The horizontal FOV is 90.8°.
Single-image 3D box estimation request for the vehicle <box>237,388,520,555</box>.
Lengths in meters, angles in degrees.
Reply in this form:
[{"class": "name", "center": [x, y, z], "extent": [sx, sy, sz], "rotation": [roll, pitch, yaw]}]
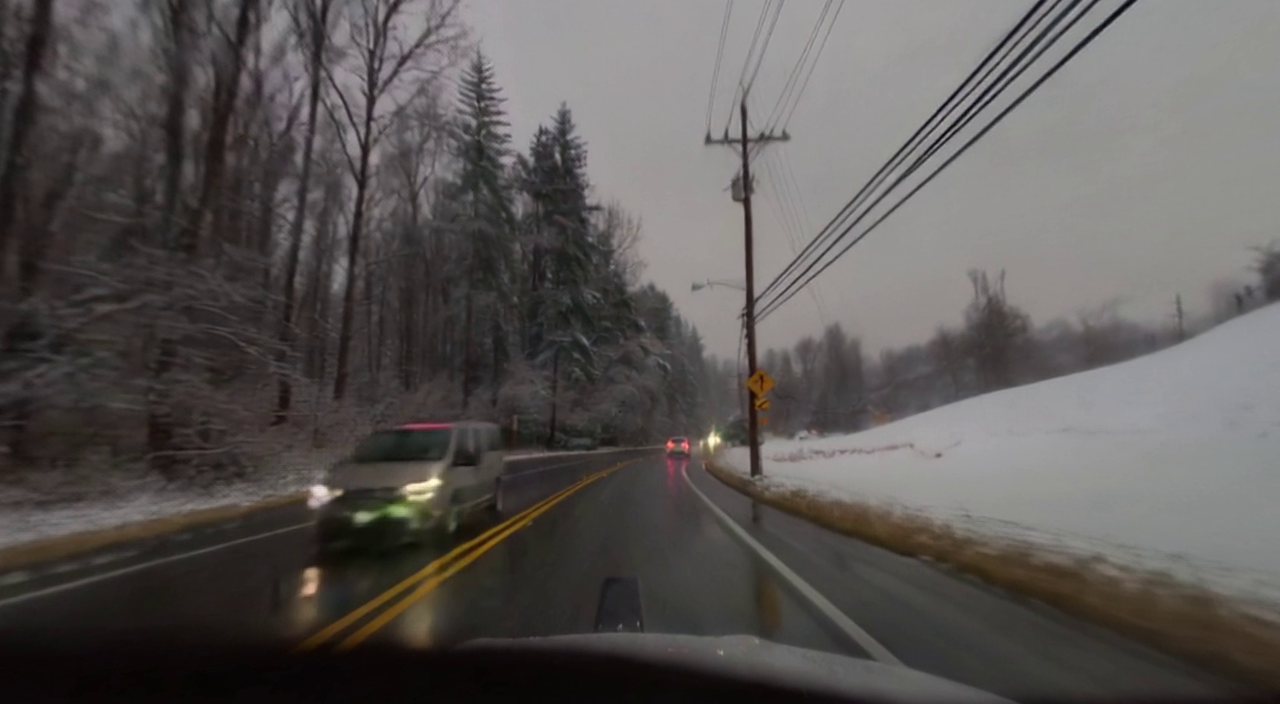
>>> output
[{"class": "vehicle", "center": [-3.645, 1.822, 10.201], "extent": [2.343, 1.998, 4.973], "rotation": [-1, -9, 1]}]
